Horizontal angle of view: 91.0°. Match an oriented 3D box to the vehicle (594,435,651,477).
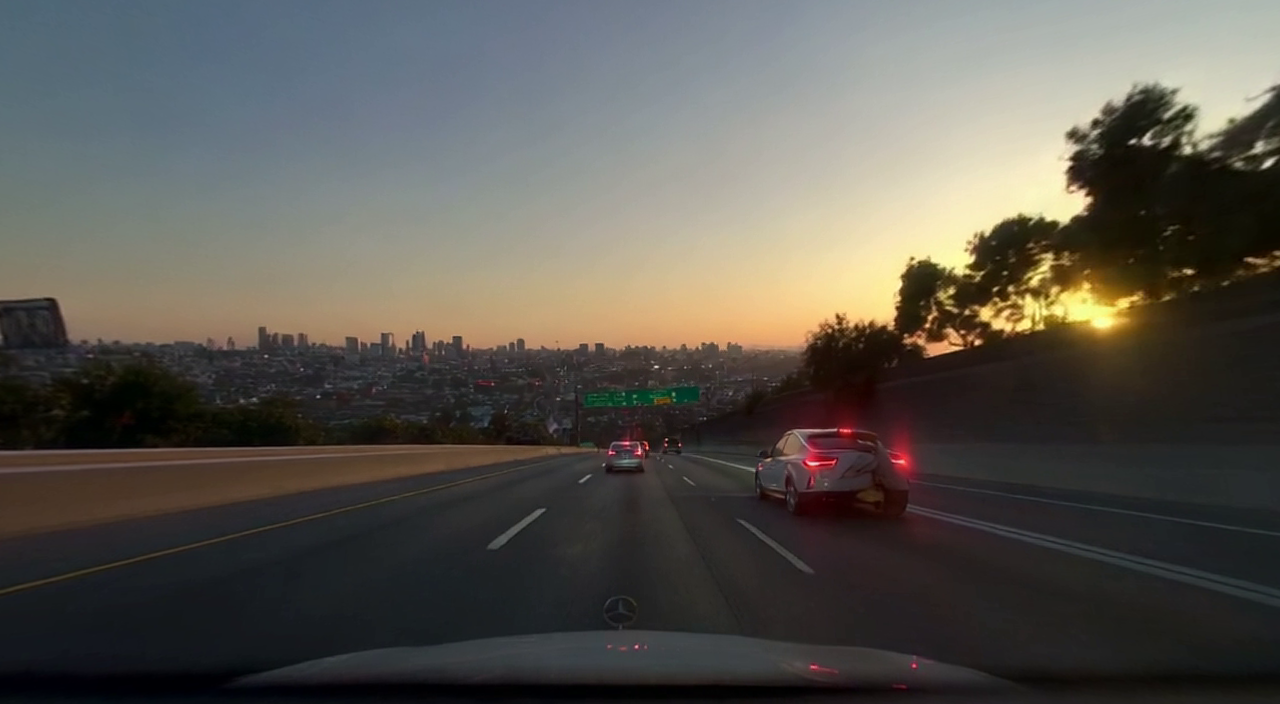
[{"bbox_3d":[-0.692,4.252,26.031,2.147,1.576,3.964,0,-8,-1],"label":"vehicle"}]
